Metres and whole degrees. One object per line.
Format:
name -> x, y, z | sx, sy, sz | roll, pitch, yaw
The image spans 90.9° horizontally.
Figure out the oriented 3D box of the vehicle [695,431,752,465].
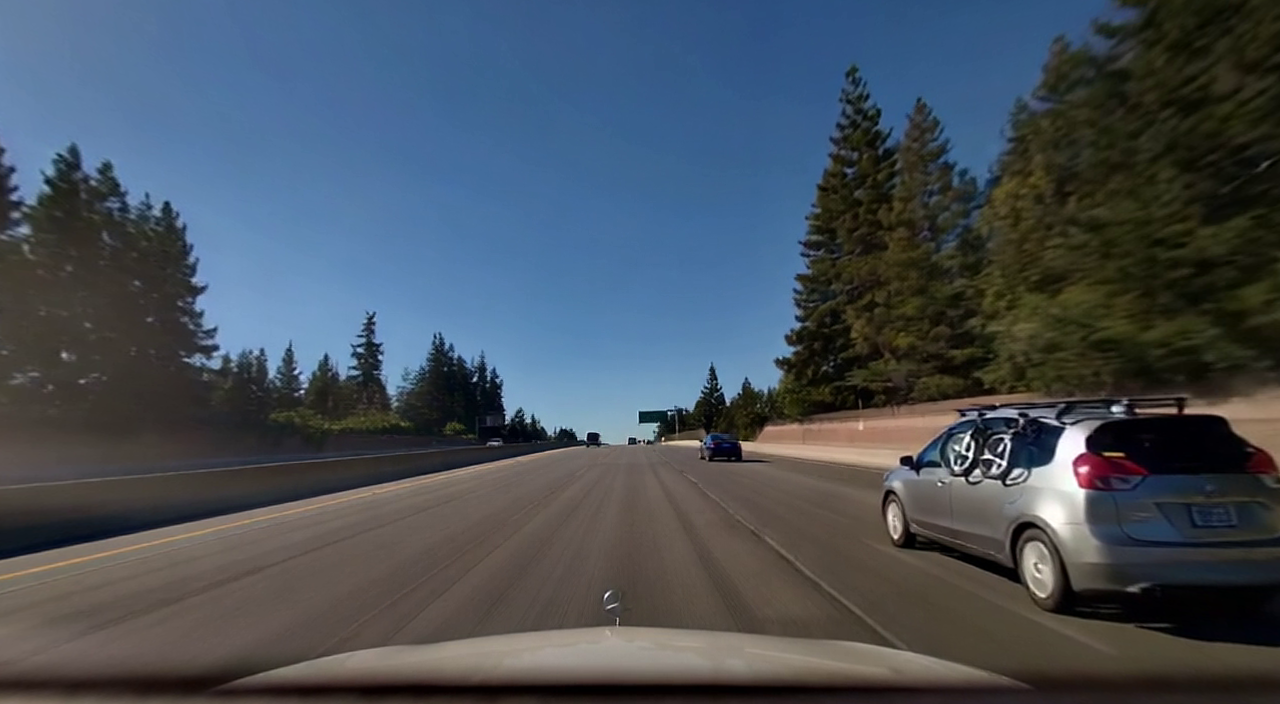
vehicle -> 3.721, 4.371, 28.867 | 1.911, 1.449, 3.776 | 0, -8, -3
